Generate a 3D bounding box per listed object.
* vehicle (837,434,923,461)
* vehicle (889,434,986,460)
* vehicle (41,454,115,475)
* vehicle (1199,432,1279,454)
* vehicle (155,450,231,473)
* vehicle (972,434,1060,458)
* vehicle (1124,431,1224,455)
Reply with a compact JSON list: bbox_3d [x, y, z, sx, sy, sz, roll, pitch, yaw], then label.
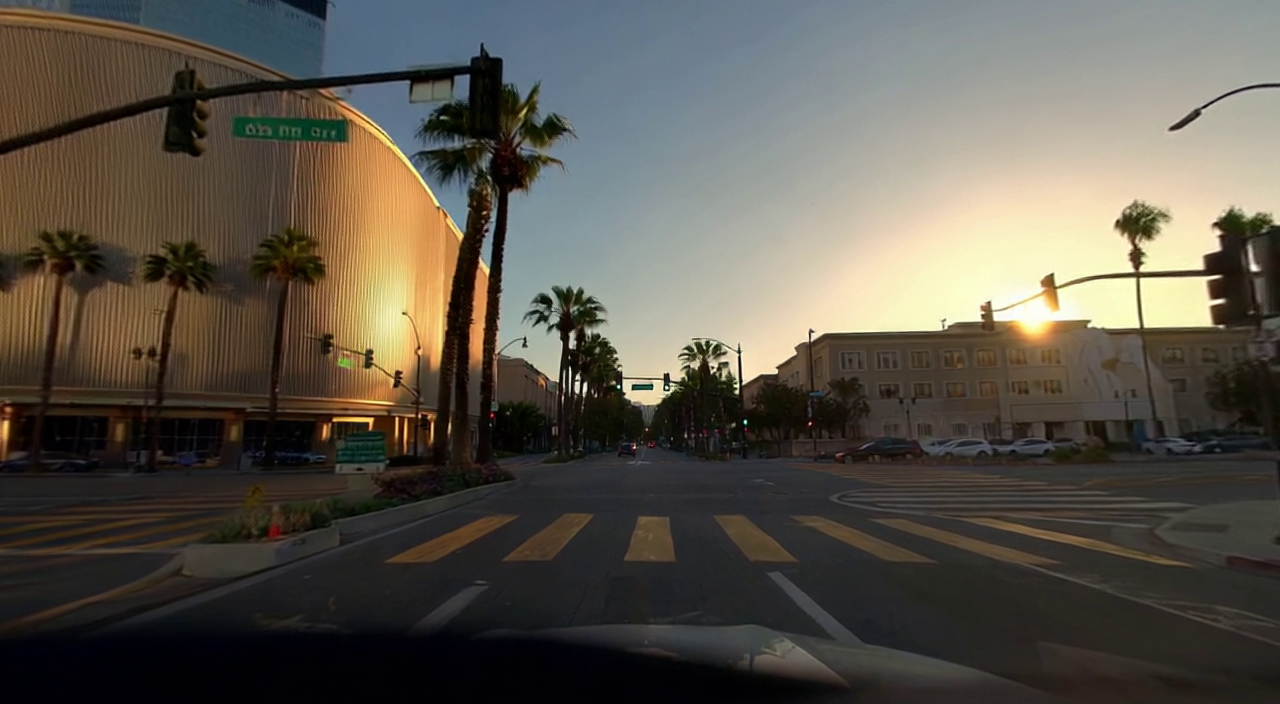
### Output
[{"bbox_3d":[15.270,6.095,40.248,4.648,1.665,1.910,0,-8,0],"label":"vehicle"},{"bbox_3d":[17.164,5.517,36.525,4.684,1.461,1.777,0,-8,-1],"label":"vehicle"},{"bbox_3d":[-41.317,8.248,46.389,3.698,1.467,1.779,0,-8,1],"label":"vehicle"},{"bbox_3d":[42.365,6.413,44.235,4.437,1.469,1.811,0,-8,0],"label":"vehicle"},{"bbox_3d":[-32.815,8.031,46.321,4.136,1.661,1.857,0,-8,1],"label":"vehicle"},{"bbox_3d":[23.784,5.993,39.983,4.423,1.465,1.798,0,-8,1],"label":"vehicle"},{"bbox_3d":[33.436,5.693,39.538,4.567,1.458,1.791,0,-8,2],"label":"vehicle"}]
